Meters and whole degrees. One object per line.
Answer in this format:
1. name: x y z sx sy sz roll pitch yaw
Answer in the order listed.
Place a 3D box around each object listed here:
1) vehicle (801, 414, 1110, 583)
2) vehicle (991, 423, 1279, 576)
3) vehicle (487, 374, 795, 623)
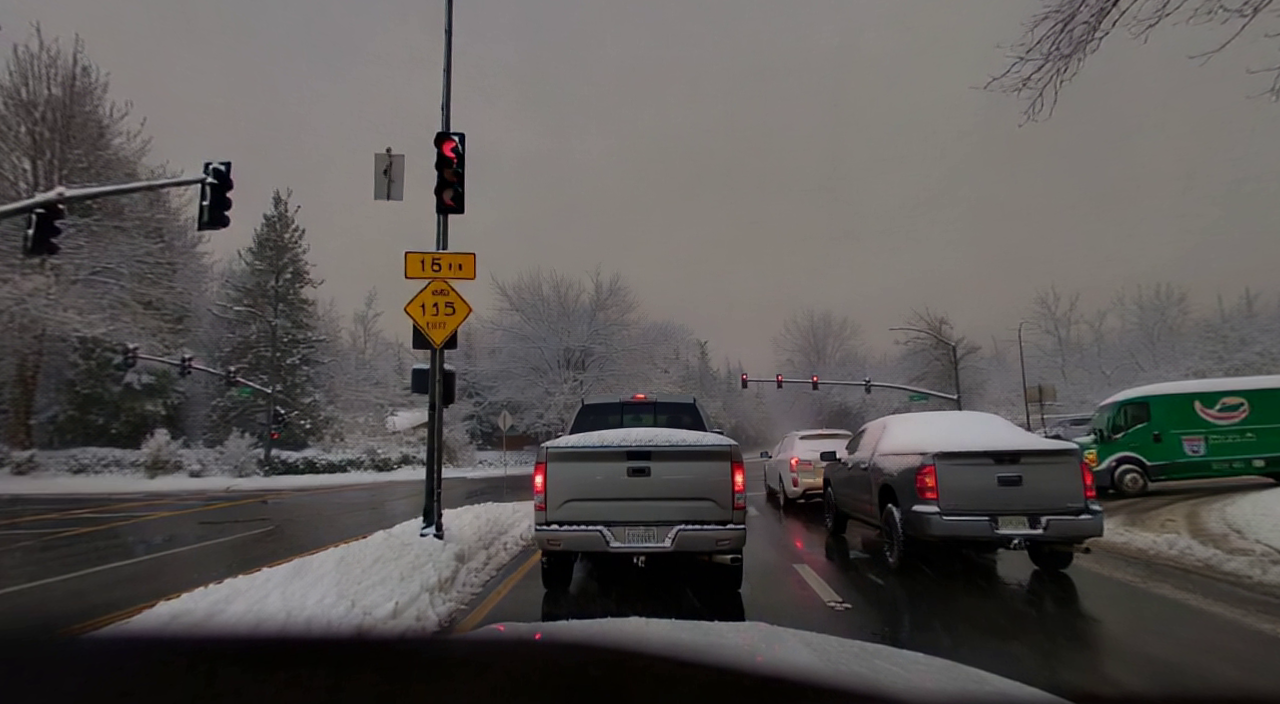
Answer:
1. vehicle: 3.576 1.718 8.188 1.981 1.616 4.006 0 -8 1
2. vehicle: 6.835 1.741 8.285 1.973 1.470 4.228 0 -8 -1
3. vehicle: 0.042 1.472 7.341 2.326 1.880 4.964 0 -8 1
